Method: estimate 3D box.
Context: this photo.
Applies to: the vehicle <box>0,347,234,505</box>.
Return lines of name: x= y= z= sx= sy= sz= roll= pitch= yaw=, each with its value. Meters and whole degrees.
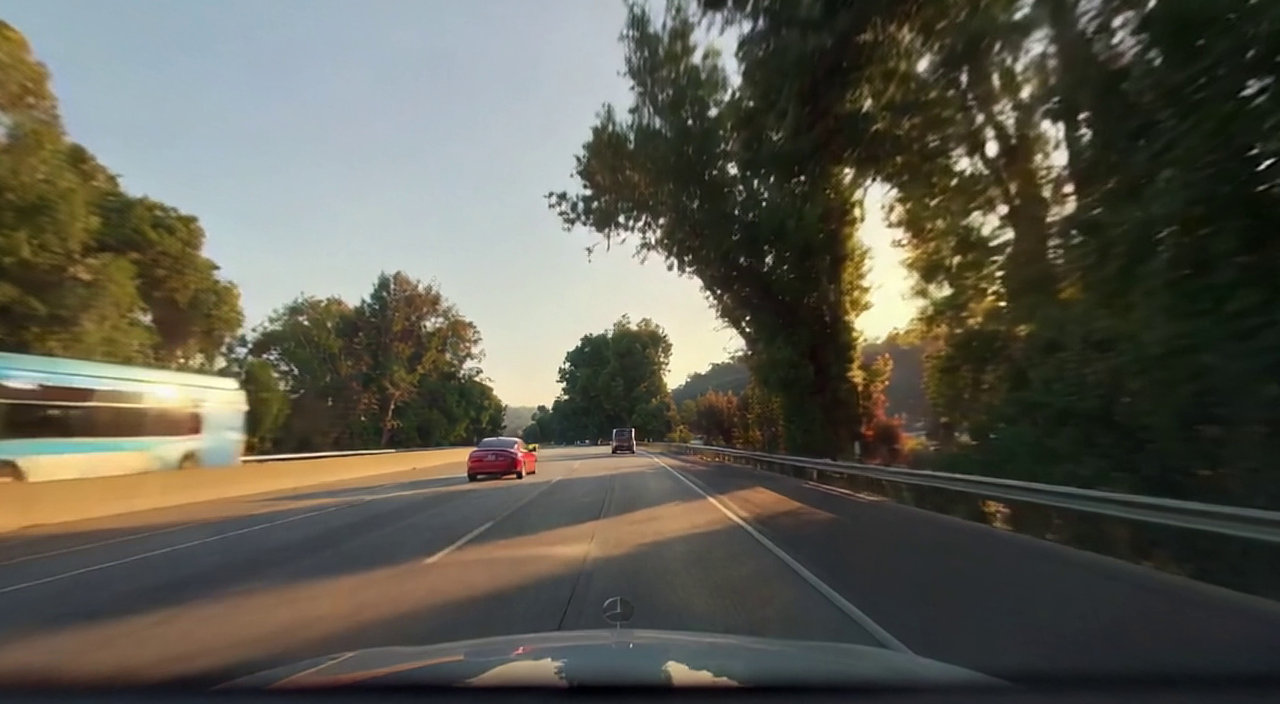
vehicle: x=-17.031 y=2.289 z=18.844 sx=3.018 sy=3.781 sz=10.320 roll=0 pitch=-8 yaw=-1

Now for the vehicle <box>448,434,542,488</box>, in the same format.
vehicle: x=-4.245 y=3.237 z=19.124 sx=1.907 sy=1.445 sz=4.049 roll=0 pitch=-8 yaw=0

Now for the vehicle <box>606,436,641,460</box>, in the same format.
vehicle: x=-1.035 y=6.185 z=40.787 sx=2.162 sy=1.460 sz=4.242 roll=0 pitch=-8 yaw=-1
